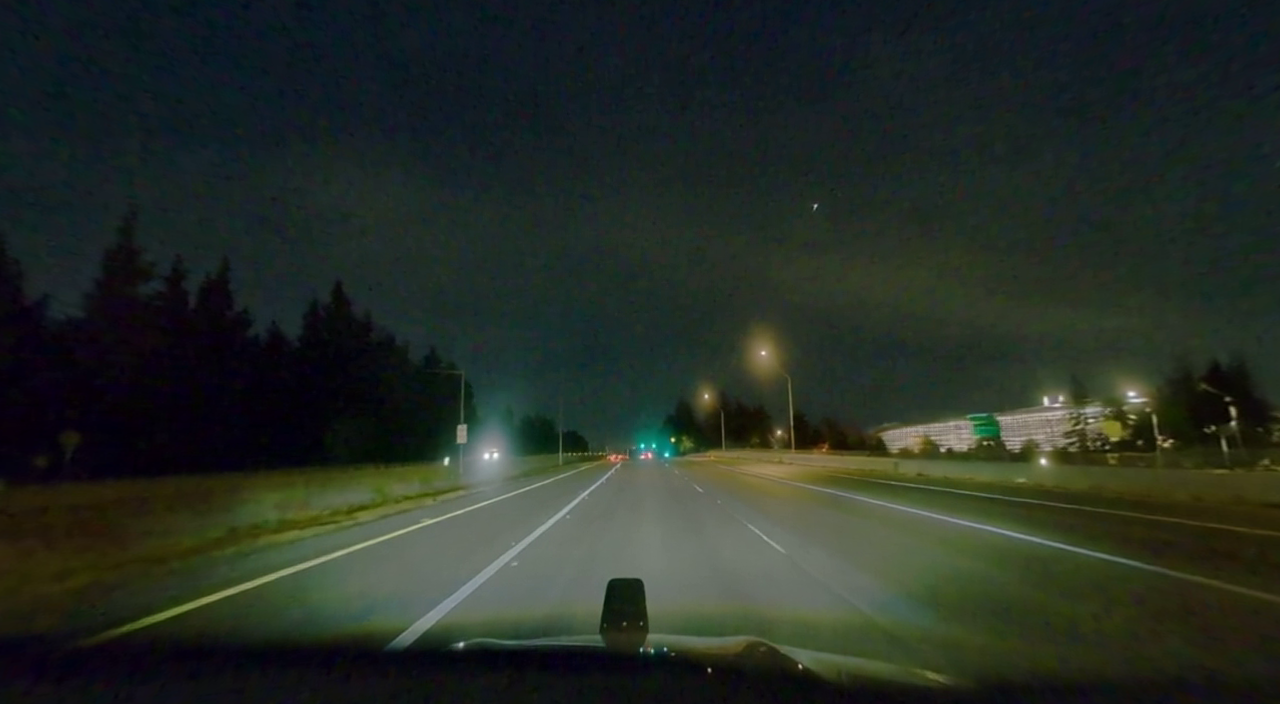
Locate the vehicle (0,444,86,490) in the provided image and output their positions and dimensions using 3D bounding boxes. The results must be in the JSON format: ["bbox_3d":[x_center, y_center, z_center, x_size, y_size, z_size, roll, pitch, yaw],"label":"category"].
[{"bbox_3d":[-34.701,6.258,34.256,2.624,2.241,7.387,-1,-6,-1],"label":"vehicle"}]
